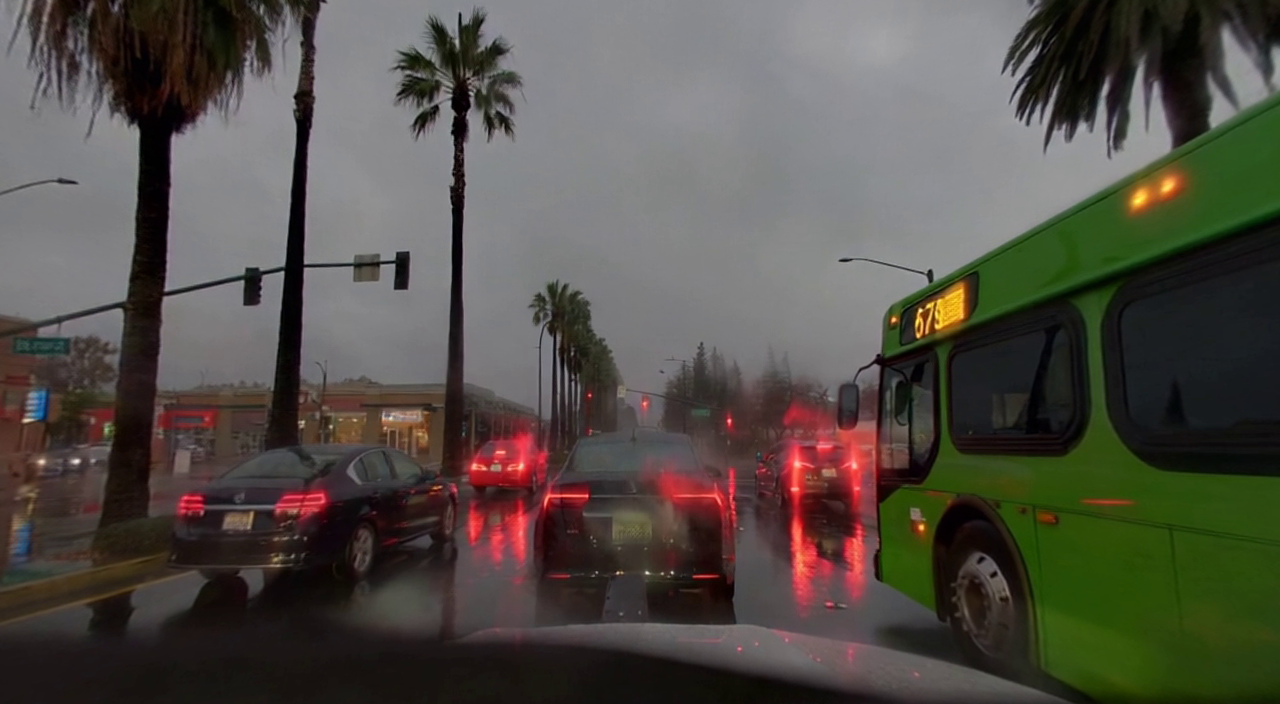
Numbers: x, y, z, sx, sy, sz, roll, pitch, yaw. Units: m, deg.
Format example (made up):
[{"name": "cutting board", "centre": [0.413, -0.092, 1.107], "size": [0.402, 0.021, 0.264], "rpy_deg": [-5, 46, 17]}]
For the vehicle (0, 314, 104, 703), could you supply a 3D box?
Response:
[{"name": "vehicle", "centre": [-3.569, 0.465, 0.291], "size": [2.145, 1.824, 4.974], "rpy_deg": [0, -9, 2]}]

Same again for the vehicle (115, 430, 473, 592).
[{"name": "vehicle", "centre": [-3.620, 1.722, 7.719], "size": [1.919, 1.415, 4.178], "rpy_deg": [0, -9, 1]}]

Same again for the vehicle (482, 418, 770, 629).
[{"name": "vehicle", "centre": [-0.109, 1.523, 6.518], "size": [2.060, 1.499, 3.831], "rpy_deg": [0, -9, 0]}]

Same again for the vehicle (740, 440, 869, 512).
[{"name": "vehicle", "centre": [3.730, 2.886, 15.247], "size": [1.989, 1.467, 4.364], "rpy_deg": [0, -9, 1]}]
